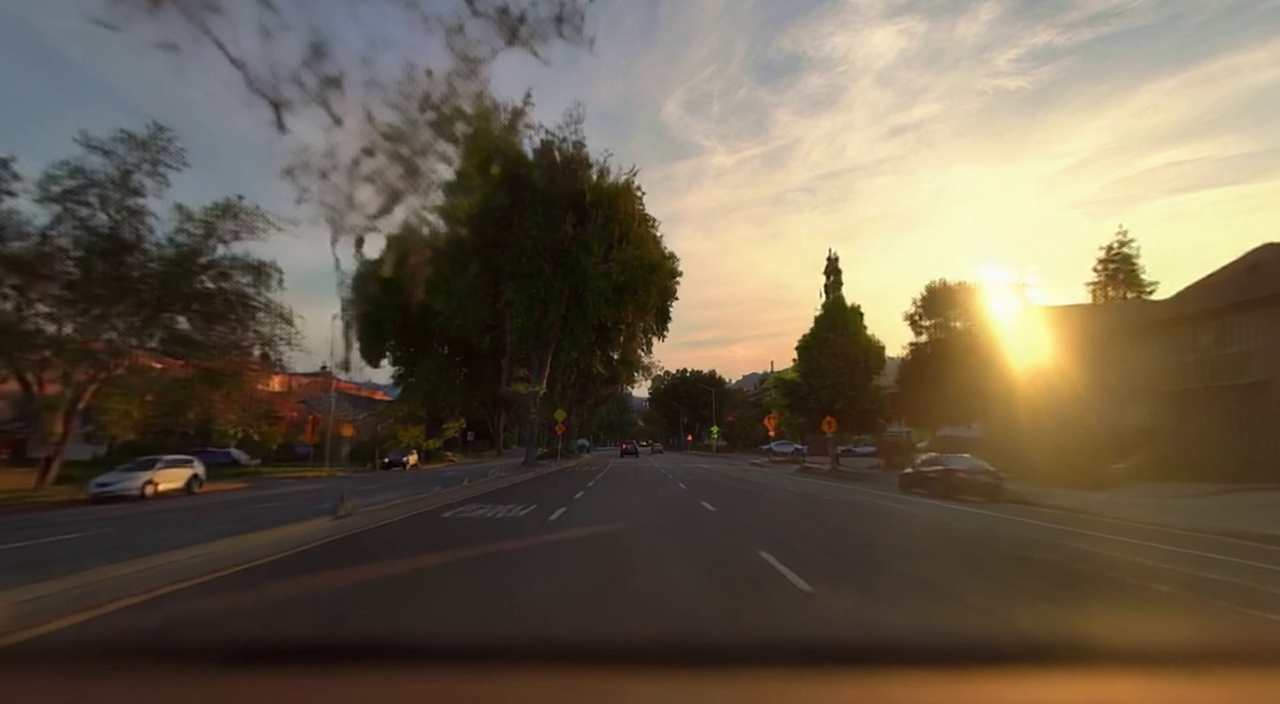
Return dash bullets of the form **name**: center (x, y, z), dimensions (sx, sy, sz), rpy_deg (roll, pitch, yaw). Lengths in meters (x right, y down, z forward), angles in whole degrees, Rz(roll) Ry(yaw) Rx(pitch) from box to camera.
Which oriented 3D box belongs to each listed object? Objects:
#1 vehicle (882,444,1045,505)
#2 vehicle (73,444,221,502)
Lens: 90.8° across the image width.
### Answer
- **vehicle**: center (8.706, 3.300, 17.559), dimensions (1.925, 1.454, 4.493), rpy_deg (1, -9, -4)
- **vehicle**: center (-18.281, 4.453, 23.783), dimensions (1.994, 1.874, 4.502), rpy_deg (-3, -8, -1)
